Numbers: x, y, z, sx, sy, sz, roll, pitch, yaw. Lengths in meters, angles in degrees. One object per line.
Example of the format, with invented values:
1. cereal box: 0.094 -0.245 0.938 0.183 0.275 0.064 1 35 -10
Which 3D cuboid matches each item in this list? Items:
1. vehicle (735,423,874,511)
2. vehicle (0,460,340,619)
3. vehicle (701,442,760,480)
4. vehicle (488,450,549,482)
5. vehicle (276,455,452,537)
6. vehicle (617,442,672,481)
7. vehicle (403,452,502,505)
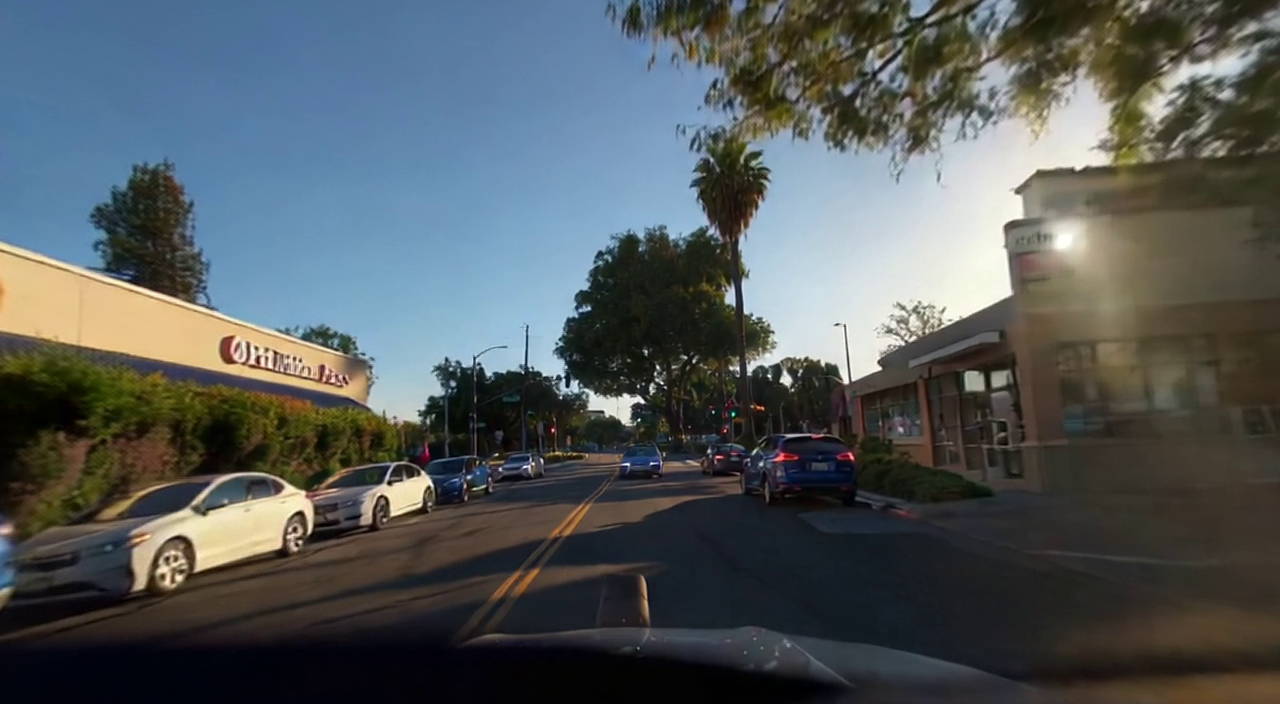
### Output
1. vehicle: 3.769 2.743 15.554 2.099 1.786 5.198 0 -8 1
2. vehicle: -6.188 2.297 8.679 1.810 1.489 4.336 -1 -8 2
3. vehicle: 3.707 4.536 26.582 1.821 1.417 4.454 0 -8 0
4. vehicle: -6.085 5.762 32.228 2.105 1.469 4.693 0 -8 1
5. vehicle: -6.067 3.181 14.603 1.874 1.472 4.668 0 -8 1
6. vehicle: 0.153 4.392 25.583 2.060 1.452 4.078 0 -8 0
7. vehicle: -5.995 4.072 20.798 1.850 1.482 4.454 0 -8 1
